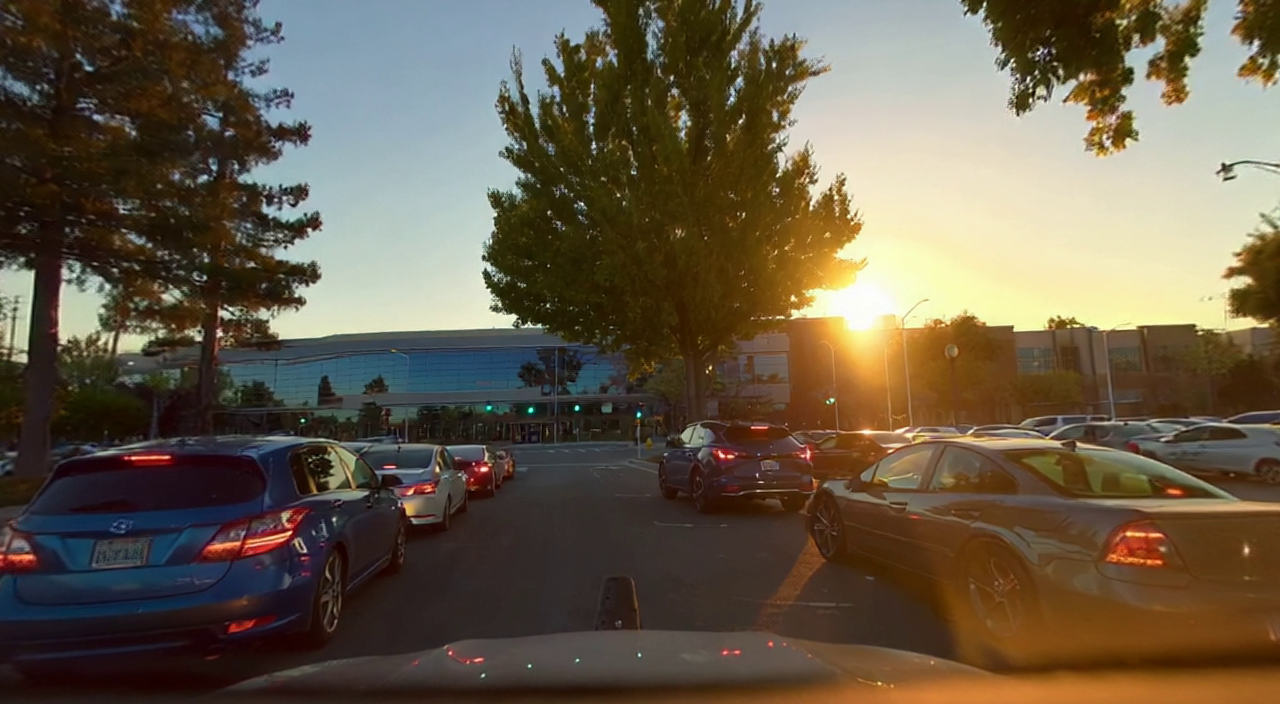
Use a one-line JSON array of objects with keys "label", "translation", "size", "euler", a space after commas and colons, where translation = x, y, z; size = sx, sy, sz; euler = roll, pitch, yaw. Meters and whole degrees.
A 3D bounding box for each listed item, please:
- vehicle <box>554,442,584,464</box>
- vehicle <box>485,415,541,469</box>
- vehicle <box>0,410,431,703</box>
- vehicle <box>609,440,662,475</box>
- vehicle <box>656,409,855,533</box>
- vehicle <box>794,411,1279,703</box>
[{"label": "vehicle", "translation": [-5.251, 7.406, 46.451], "size": [2.095, 1.473, 4.301], "euler": [1, -8, -7]}, {"label": "vehicle", "translation": [-8.294, 6.013, 42.208], "size": [2.820, 3.263, 7.986], "euler": [1, -8, -6]}, {"label": "vehicle", "translation": [-2.885, 1.341, 5.076], "size": [1.968, 1.497, 4.286], "euler": [2, -9, -15]}, {"label": "vehicle", "translation": [-0.302, 4.821, 29.179], "size": [1.910, 1.493, 4.490], "euler": [1, -8, -7]}, {"label": "vehicle", "translation": [1.905, 2.278, 12.818], "size": [2.324, 1.907, 5.634], "euler": [1, -8, -7]}, {"label": "vehicle", "translation": [3.154, 1.401, 5.554], "size": [1.904, 1.494, 4.864], "euler": [1, -8, -6]}]
